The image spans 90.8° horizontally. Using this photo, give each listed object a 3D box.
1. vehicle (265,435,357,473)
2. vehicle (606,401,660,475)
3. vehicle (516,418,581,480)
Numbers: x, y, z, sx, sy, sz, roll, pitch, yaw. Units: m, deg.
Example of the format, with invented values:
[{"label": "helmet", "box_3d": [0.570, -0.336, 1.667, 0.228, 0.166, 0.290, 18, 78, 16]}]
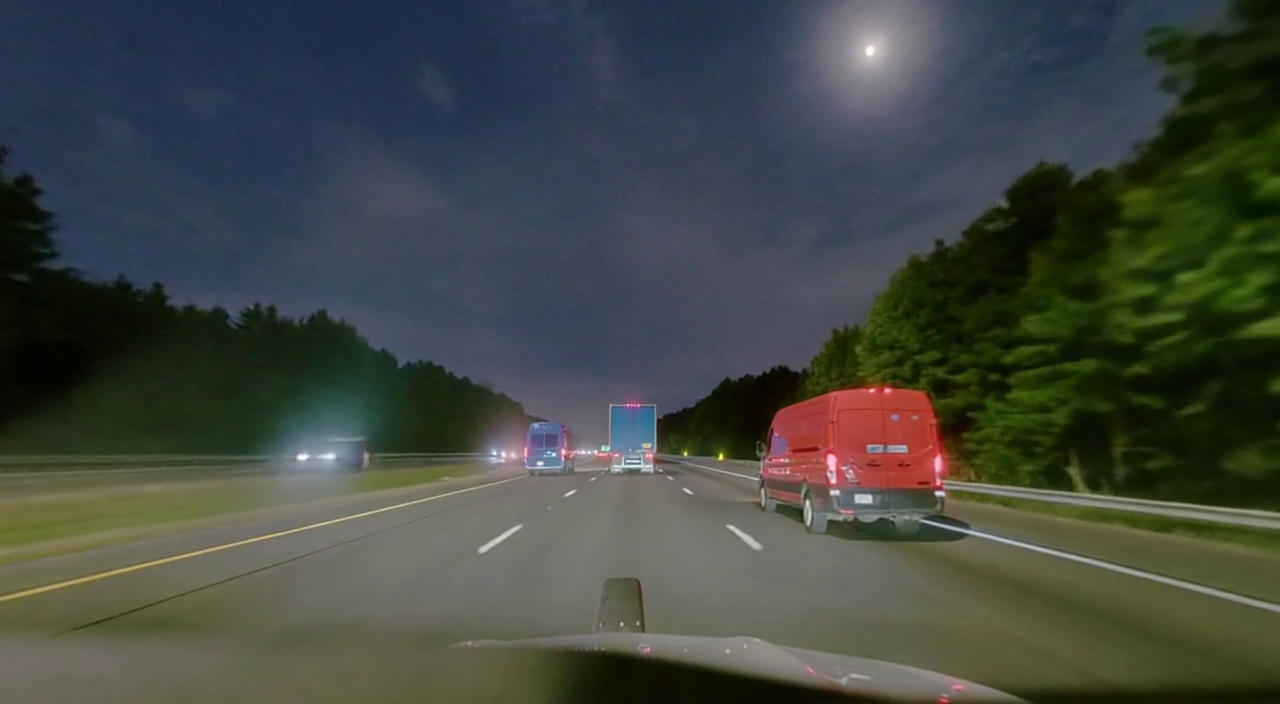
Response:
[{"label": "vehicle", "box_3d": [-13.679, 4.266, 26.500, 1.766, 1.459, 3.806, 0, -9, 1]}, {"label": "vehicle", "box_3d": [-0.463, 5.556, 39.977, 2.995, 4.036, 10.311, 0, -9, -1]}, {"label": "vehicle", "box_3d": [-4.404, 4.857, 31.541, 2.357, 2.786, 6.144, 0, -9, -1]}]
